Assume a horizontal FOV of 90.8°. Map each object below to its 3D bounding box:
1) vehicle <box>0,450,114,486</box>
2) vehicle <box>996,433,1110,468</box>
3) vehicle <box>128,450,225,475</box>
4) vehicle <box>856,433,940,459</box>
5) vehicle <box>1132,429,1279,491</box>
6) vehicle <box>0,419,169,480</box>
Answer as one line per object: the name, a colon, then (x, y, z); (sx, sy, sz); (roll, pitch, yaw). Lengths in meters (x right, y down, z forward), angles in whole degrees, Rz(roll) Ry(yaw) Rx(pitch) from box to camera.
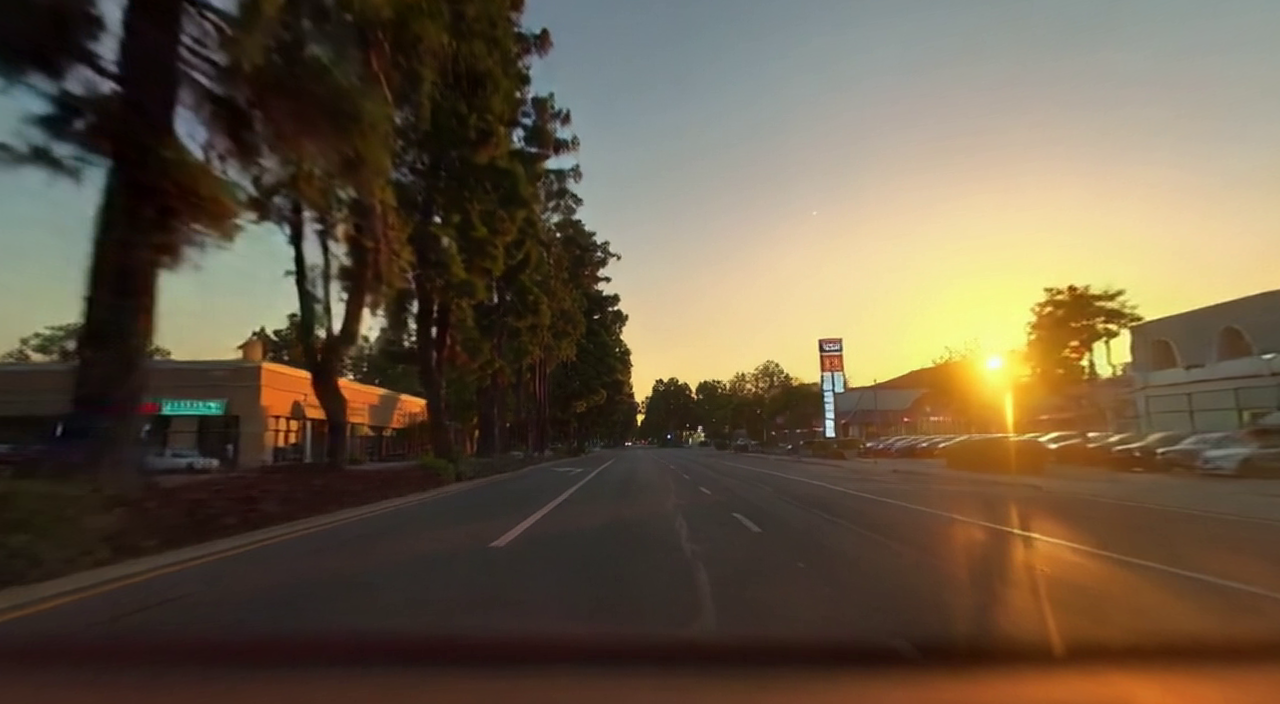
vehicle: (-27.482, 5.349, 29.069); (4.564, 1.494, 2.183); (-1, -9, -2)
vehicle: (18.665, 4.498, 28.891); (1.846, 1.466, 4.679); (0, -9, -4)
vehicle: (-27.157, 6.493, 37.064); (4.282, 1.296, 1.914); (-2, -9, 4)
vehicle: (18.006, 6.581, 44.250); (4.935, 1.753, 1.958); (0, -9, 1)
vehicle: (16.484, 2.951, 17.606); (1.880, 1.477, 4.556); (0, -8, 1)
vehicle: (-28.143, 4.911, 31.856); (6.354, 2.899, 2.812); (0, -8, -1)
